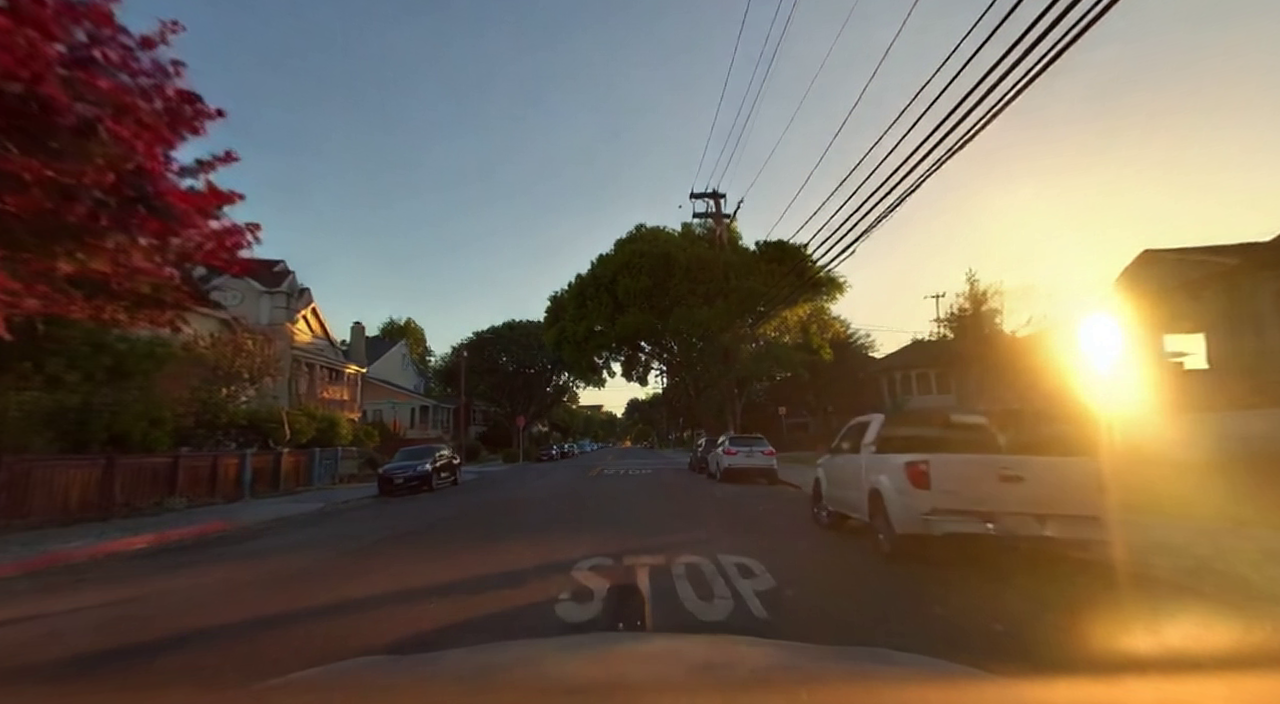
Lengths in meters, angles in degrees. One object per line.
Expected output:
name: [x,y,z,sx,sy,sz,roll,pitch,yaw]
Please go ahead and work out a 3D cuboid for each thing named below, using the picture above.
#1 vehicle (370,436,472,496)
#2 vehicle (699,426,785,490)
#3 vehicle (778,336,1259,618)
vehicle: [-7.371,3.940,21.737,1.980,1.664,4.342,-5,-11,0]
vehicle: [3.124,3.348,20.235,1.993,1.778,4.311,0,-8,0]
vehicle: [3.394,1.317,7.558,2.111,2.054,5.748,0,-8,-1]
